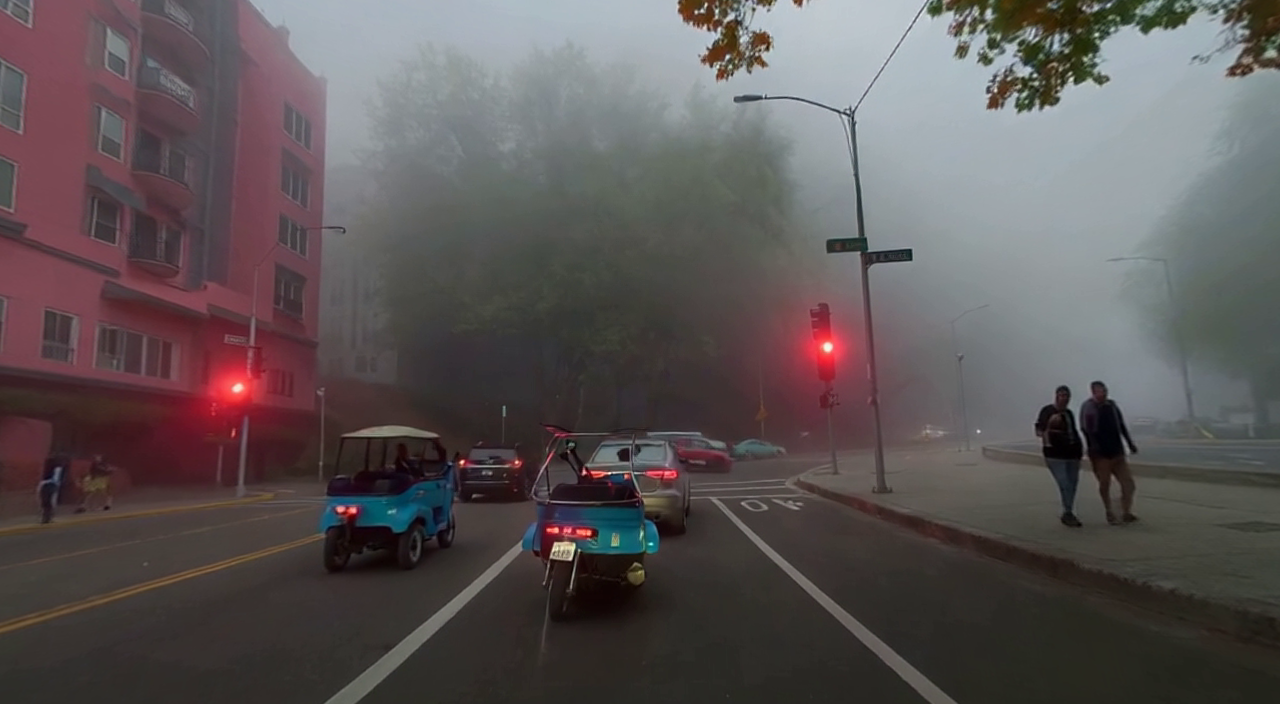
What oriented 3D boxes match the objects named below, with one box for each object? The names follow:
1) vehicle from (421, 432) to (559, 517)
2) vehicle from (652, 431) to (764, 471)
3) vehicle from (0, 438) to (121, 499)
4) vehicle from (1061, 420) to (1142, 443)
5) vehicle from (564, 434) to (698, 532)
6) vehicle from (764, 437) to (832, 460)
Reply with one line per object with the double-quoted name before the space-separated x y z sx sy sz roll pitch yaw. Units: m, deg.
"vehicle" -3.162 2.677 14.224 1.935 1.615 4.073 -1 -9 3
"vehicle" 3.351 4.864 30.870 5.226 1.840 2.016 -2 -9 13
"vehicle" -28.915 5.661 30.345 5.890 2.393 2.346 -5 -7 0
"vehicle" 30.806 5.337 42.135 1.751 1.420 4.027 8 -12 -43
"vehicle" -0.102 2.297 11.617 2.025 1.458 4.085 -1 -9 1
"vehicle" 10.440 6.425 41.918 1.862 1.456 4.661 4 -9 -24
